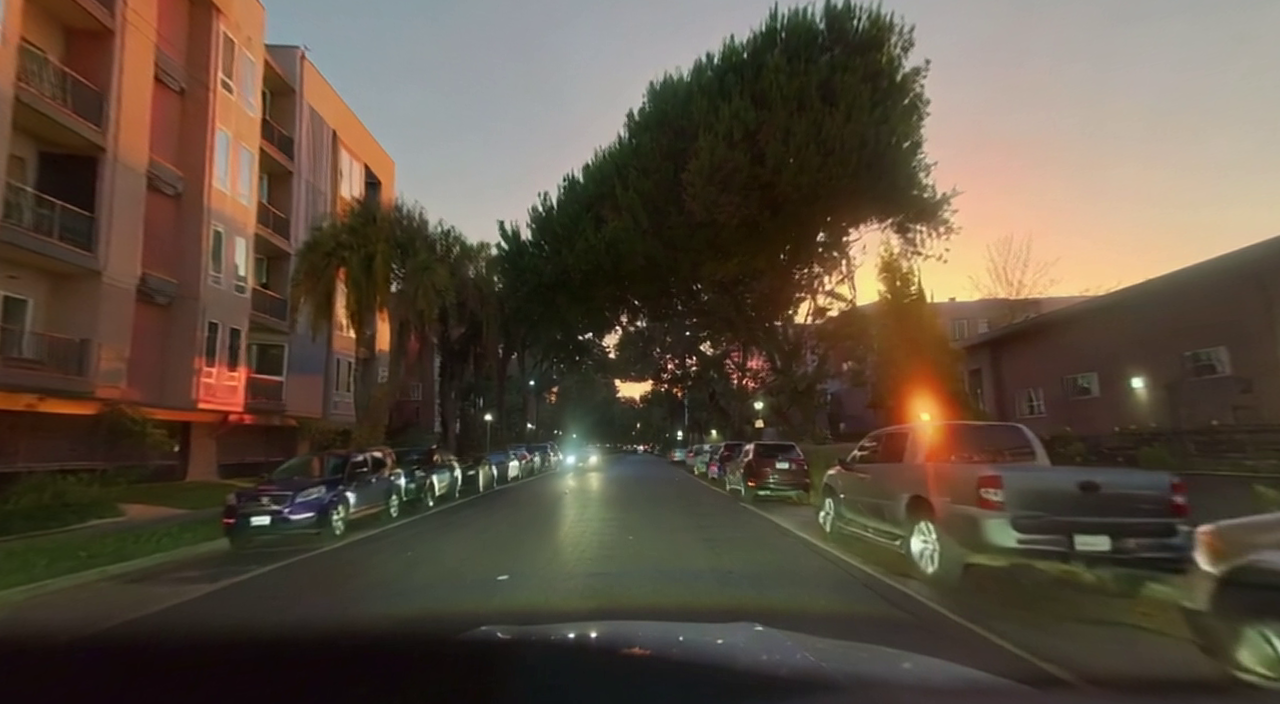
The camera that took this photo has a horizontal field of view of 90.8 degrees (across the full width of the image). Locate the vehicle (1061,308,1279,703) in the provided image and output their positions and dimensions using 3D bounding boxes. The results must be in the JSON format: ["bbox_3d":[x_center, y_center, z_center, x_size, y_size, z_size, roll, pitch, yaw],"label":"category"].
[{"bbox_3d":[3.393,0.547,1.079,1.835,1.809,4.997,0,-8,-1],"label":"vehicle"}]

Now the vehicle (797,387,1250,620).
[{"bbox_3d":[3.501,1.492,7.264,1.972,1.725,4.956,0,-8,-2],"label":"vehicle"}]

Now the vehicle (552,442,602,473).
[{"bbox_3d":[-3.205,5.457,32.850,1.939,1.504,4.121,-1,-8,3],"label":"vehicle"}]

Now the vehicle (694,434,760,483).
[{"bbox_3d":[3.288,4.117,24.710,1.797,1.717,4.384,0,-8,-2],"label":"vehicle"}]

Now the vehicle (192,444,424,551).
[{"bbox_3d":[-5.466,2.392,11.203,1.647,1.481,4.433,0,-8,1],"label":"vehicle"}]
